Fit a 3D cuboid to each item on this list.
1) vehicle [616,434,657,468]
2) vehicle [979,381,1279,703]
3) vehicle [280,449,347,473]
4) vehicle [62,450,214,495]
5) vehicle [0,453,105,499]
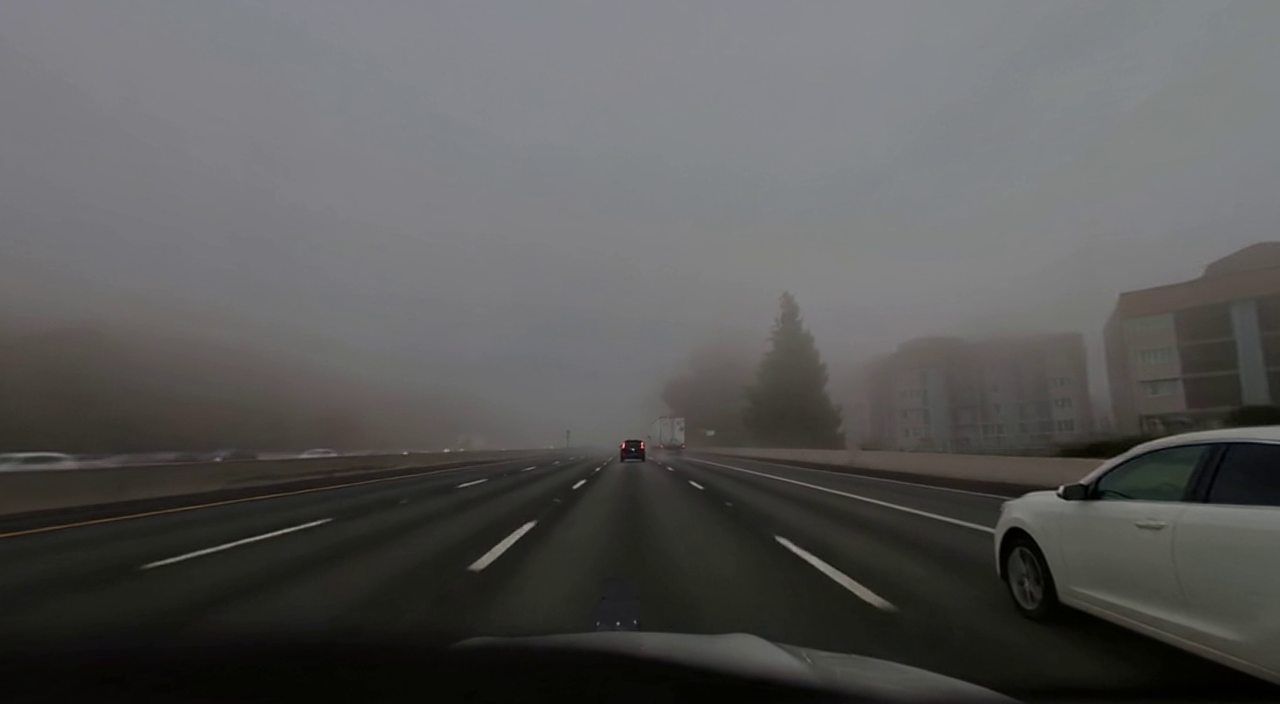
[{"bbox_3d":[-0.263,5.932,38.180,2.297,1.912,4.355,0,-8,-1],"label":"vehicle"},{"bbox_3d":[3.810,0.956,2.971,1.950,1.596,4.326,0,-8,-1],"label":"vehicle"},{"bbox_3d":[-22.396,7.473,43.567,2.087,1.499,4.726,0,-8,1],"label":"vehicle"},{"bbox_3d":[-18.133,4.333,23.169,1.841,1.447,4.531,0,-8,0],"label":"vehicle"},{"bbox_3d":[-21.974,4.376,22.575,1.890,1.454,4.389,0,-8,-1],"label":"vehicle"}]
